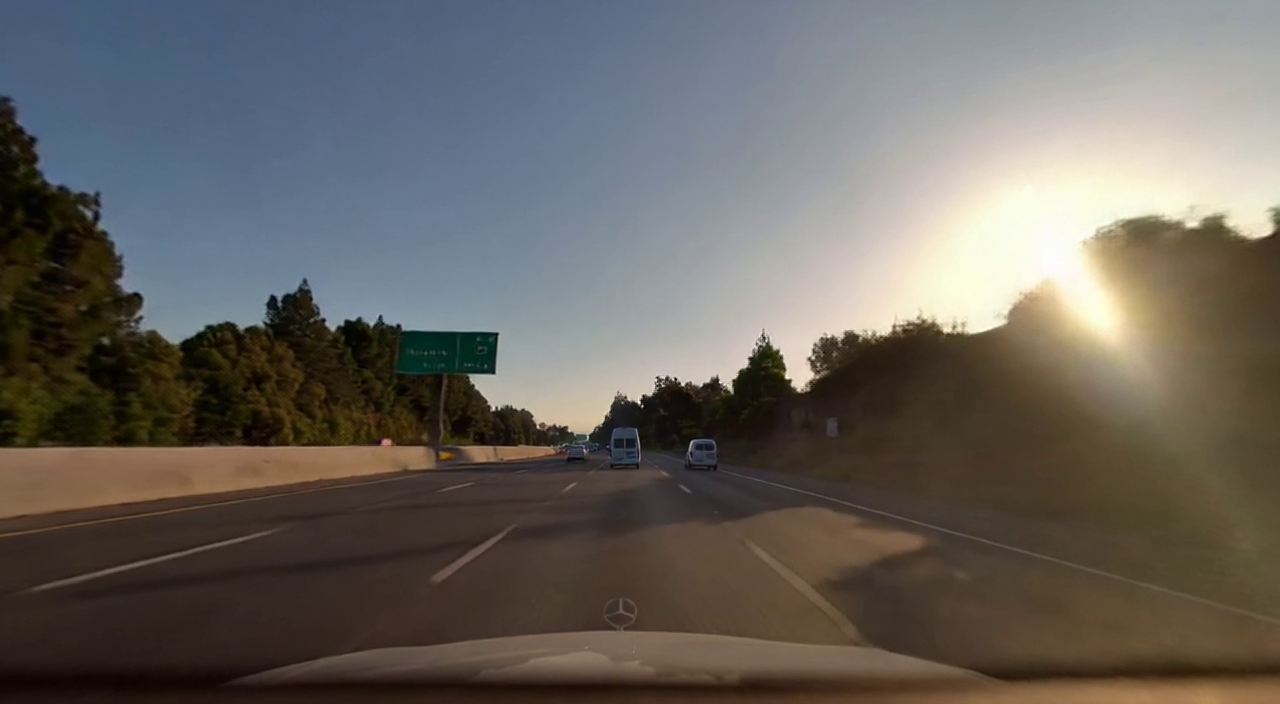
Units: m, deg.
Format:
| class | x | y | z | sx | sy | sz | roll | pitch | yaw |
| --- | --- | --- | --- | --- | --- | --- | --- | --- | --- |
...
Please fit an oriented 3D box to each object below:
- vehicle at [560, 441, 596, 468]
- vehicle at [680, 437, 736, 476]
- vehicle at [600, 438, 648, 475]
| class | x | y | z | sx | sy | sz | roll | pitch | yaw |
| --- | --- | --- | --- | --- | --- | --- | --- | --- | --- |
| vehicle | -4.163 | 6.957 | 43.164 | 2.023 | 1.709 | 4.263 | 0 | -8 | 0 |
| vehicle | 3.230 | 5.113 | 31.073 | 2.160 | 1.759 | 4.214 | 0 | -8 | -2 |
| vehicle | -0.798 | 5.377 | 32.759 | 2.297 | 1.783 | 4.355 | 0 | -8 | -1 |
